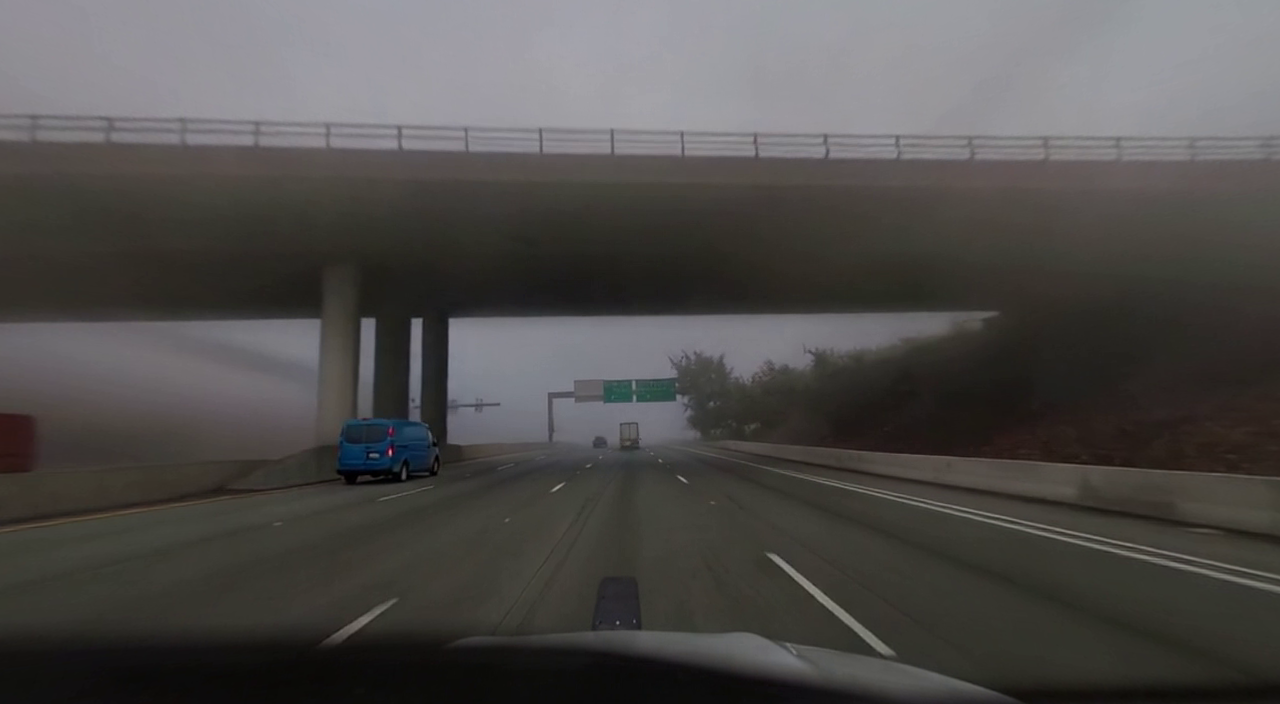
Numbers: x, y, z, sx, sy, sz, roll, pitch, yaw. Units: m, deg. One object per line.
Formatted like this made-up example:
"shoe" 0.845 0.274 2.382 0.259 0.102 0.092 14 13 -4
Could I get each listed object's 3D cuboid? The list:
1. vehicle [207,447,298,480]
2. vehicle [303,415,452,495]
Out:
"vehicle" -20.125 5.762 32.910 1.866 1.511 4.574 0 -8 -1
"vehicle" -7.420 2.960 18.564 2.150 1.996 5.341 0 -8 -1
